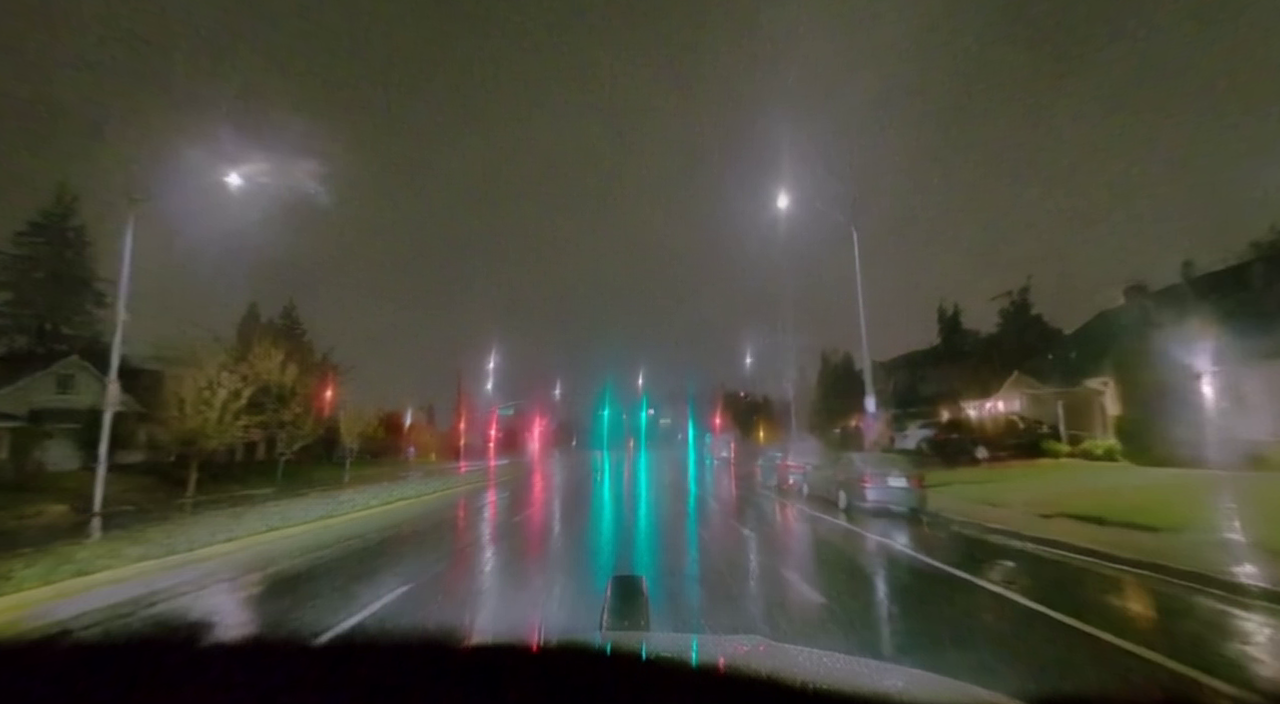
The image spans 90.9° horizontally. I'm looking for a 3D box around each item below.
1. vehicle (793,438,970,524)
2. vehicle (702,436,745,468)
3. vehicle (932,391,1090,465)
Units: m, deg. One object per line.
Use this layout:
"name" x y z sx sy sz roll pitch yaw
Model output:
"vehicle" 4.671 2.543 13.055 1.881 1.435 4.525 0 -9 0
"vehicle" 5.097 6.191 39.052 2.170 1.869 4.594 0 -9 2
"vehicle" 13.466 2.815 23.079 4.284 1.725 1.981 -12 -9 -1
